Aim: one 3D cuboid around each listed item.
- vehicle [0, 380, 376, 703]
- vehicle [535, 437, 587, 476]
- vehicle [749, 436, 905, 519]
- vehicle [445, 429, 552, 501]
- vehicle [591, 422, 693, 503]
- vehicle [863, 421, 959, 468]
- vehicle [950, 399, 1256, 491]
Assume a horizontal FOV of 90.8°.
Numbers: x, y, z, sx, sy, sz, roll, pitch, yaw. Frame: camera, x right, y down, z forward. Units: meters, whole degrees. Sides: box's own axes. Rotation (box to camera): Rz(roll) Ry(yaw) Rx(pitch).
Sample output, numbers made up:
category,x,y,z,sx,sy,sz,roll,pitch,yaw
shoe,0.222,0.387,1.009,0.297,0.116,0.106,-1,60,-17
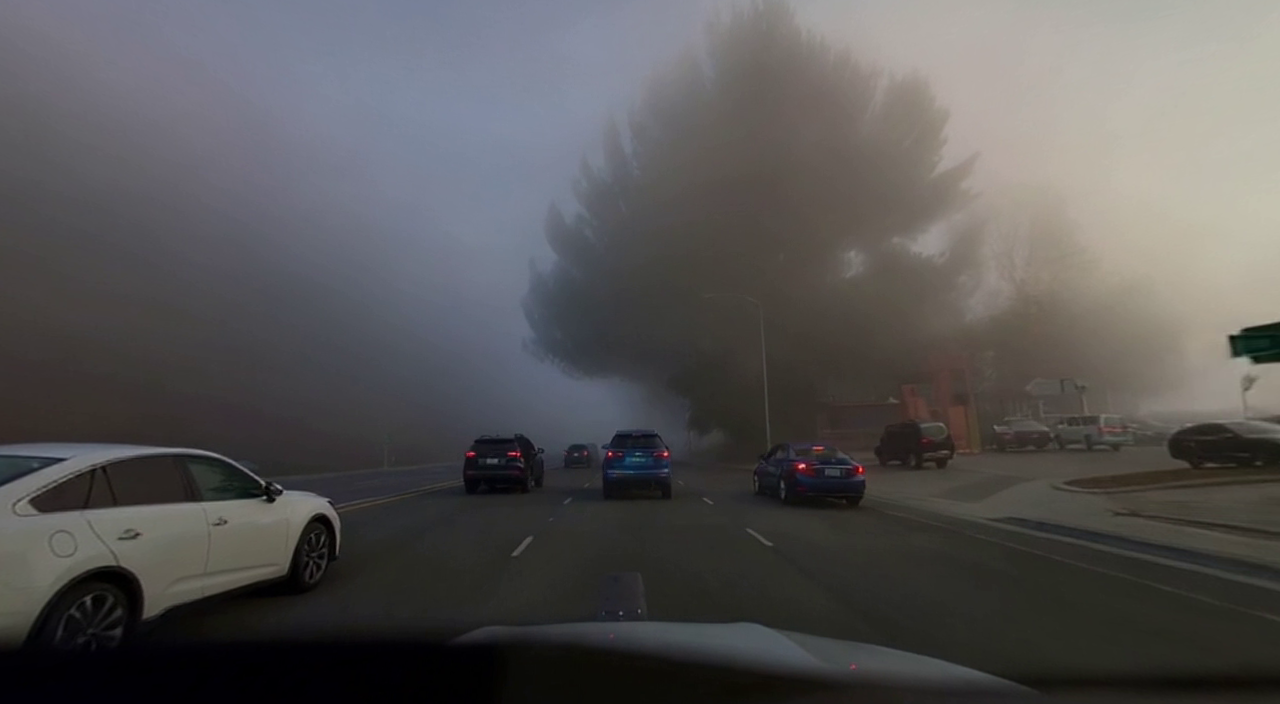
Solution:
category,x,y,z,sx,sy,sz,roll,pitch,yaw
vehicle,-3.601,1.161,4.322,1.864,1.574,4.031,0,-8,-1
vehicle,-3.581,4.802,29.303,1.871,1.673,3.920,0,-8,0
vehicle,3.777,2.602,13.734,1.888,1.456,4.589,0,-8,-2
vehicle,-3.689,3.024,17.297,1.932,1.695,4.150,0,-8,1
vehicle,0.031,2.790,16.348,2.279,1.803,4.254,0,-8,0
vehicle,11.882,4.113,28.112,2.102,1.887,4.673,0,-8,-1
vehicle,11.759,2.472,16.593,5.966,1.991,2.353,-8,-11,39
